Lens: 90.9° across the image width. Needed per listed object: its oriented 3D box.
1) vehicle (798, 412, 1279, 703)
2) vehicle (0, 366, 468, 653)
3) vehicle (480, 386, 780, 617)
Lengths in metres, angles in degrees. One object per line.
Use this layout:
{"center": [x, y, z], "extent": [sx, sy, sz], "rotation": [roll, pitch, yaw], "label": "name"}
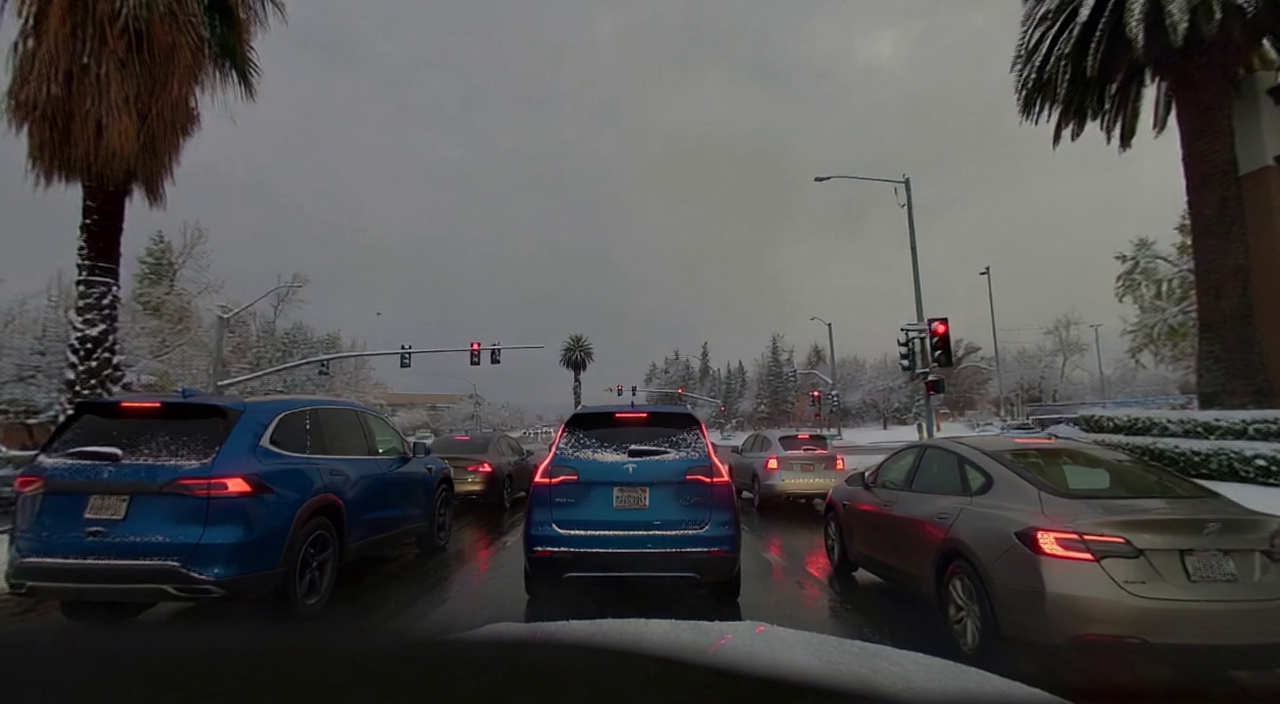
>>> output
{"center": [2.960, 1.369, 5.260], "extent": [2.017, 1.491, 4.611], "rotation": [0, -8, -1], "label": "vehicle"}
{"center": [-3.347, 1.282, 6.129], "extent": [2.014, 1.755, 4.360], "rotation": [0, -8, 1], "label": "vehicle"}
{"center": [-0.136, 1.457, 7.070], "extent": [2.280, 1.747, 4.361], "rotation": [0, -8, -2], "label": "vehicle"}
